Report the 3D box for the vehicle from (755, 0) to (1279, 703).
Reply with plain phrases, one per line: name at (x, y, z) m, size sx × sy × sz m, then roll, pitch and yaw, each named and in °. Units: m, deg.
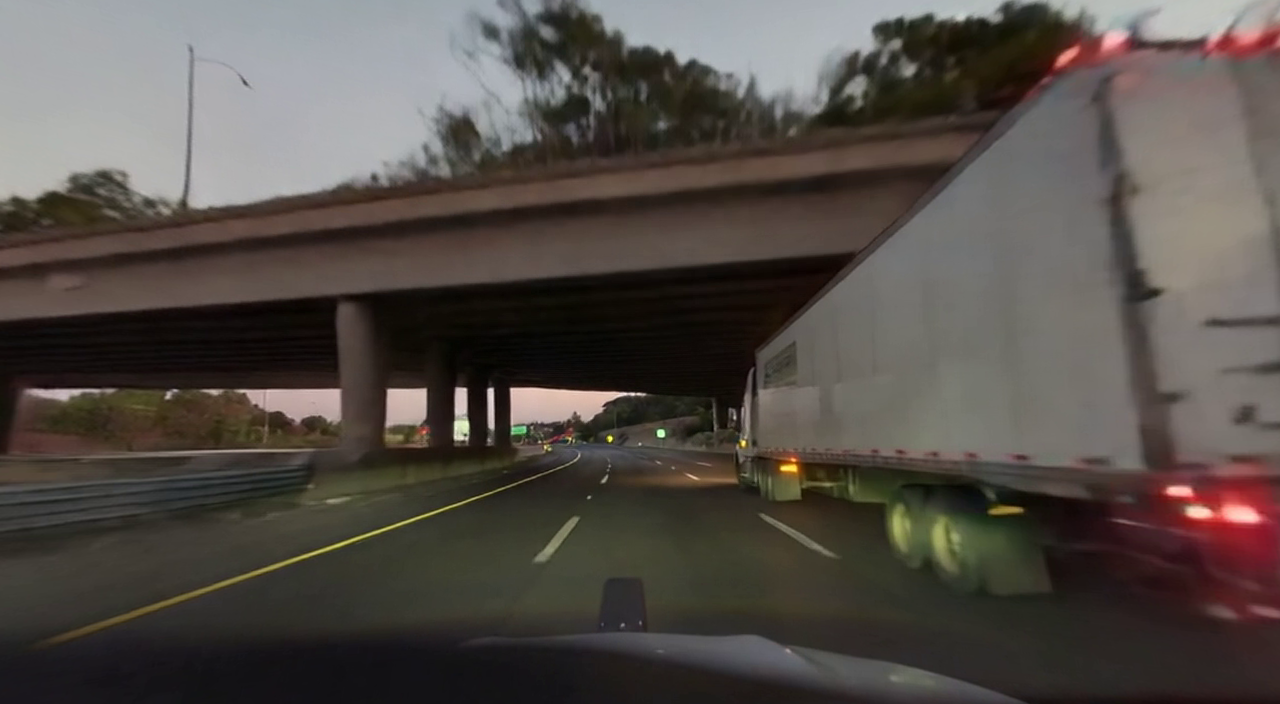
vehicle at (4.899, 0.814, 11.273) m, size 2.932 × 4.205 × 18.253 m, roll 0°, pitch -8°, yaw 2°
